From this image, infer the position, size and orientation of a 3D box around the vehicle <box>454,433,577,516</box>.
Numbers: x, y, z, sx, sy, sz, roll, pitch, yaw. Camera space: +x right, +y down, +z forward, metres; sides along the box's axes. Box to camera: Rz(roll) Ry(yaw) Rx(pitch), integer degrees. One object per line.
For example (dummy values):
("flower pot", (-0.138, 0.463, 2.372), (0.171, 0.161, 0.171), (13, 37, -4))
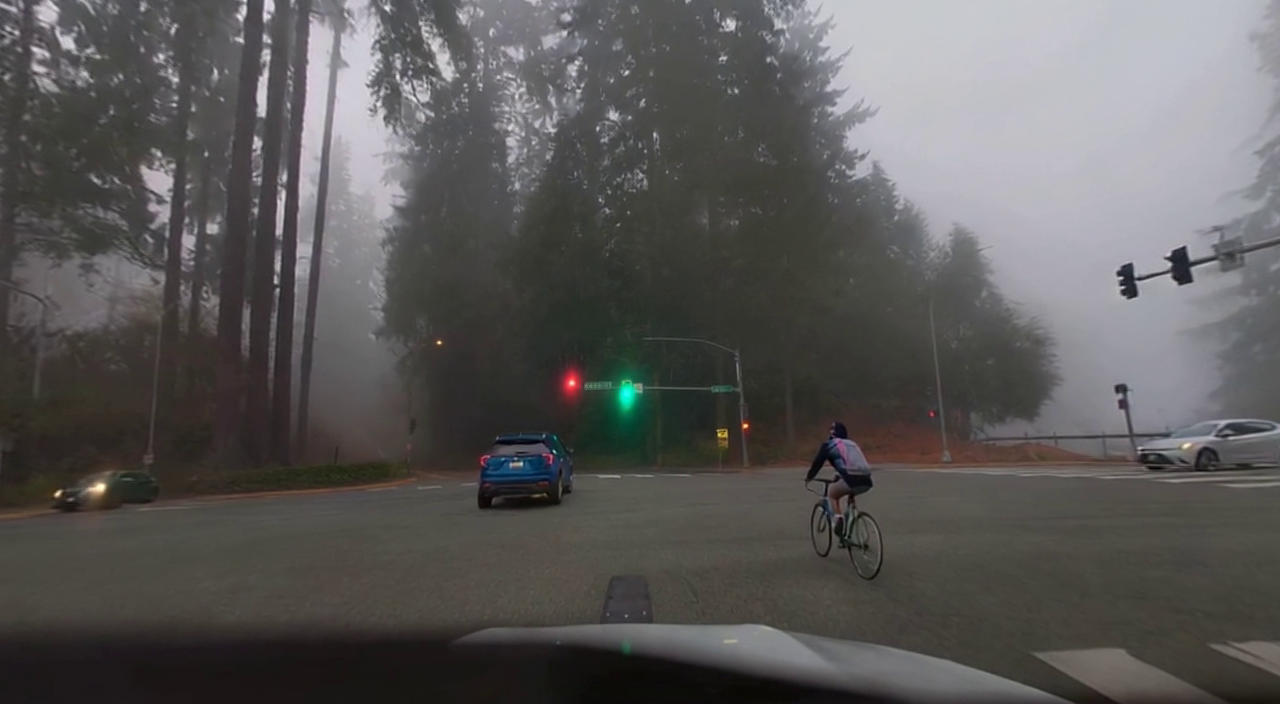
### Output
("vehicle", (-2.904, 2.967, 15.872), (2.049, 1.756, 4.602), (0, -8, 1))

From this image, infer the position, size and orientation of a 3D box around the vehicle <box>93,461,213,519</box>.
("vehicle", (-14.913, 4.178, 19.614), (2.171, 1.474, 4.513), (5, -10, -28))

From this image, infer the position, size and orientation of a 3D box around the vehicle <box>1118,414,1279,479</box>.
("vehicle", (19.066, 3.185, 21.269), (4.237, 1.948, 1.997), (-1, -10, -8))
